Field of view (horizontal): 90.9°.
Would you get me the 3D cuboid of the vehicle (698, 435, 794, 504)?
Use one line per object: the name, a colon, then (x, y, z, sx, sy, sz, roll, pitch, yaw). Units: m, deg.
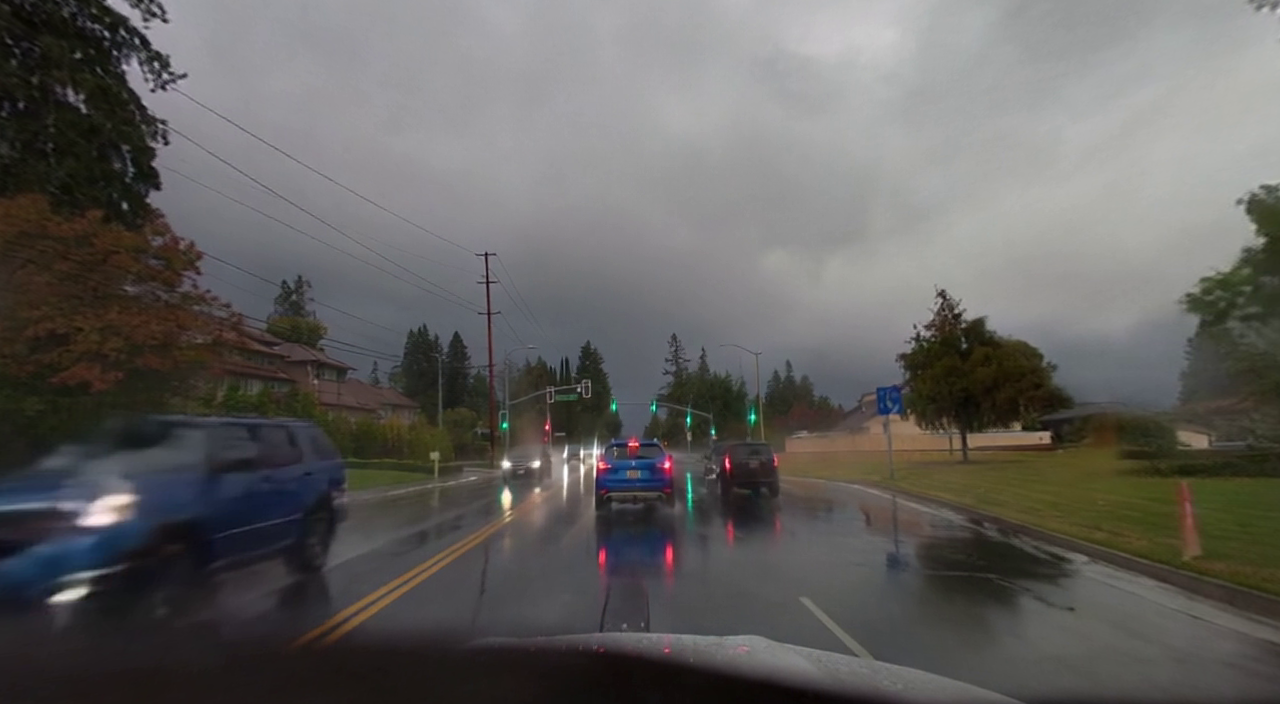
vehicle: (2.918, 3.340, 18.386, 1.967, 1.756, 4.281, 0, -8, -1)

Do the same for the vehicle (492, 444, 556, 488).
vehicle: (-4.916, 4.837, 27.216, 2.063, 1.727, 3.923, 0, -8, -1)

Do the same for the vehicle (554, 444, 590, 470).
vehicle: (-5.224, 8.158, 49.245, 2.197, 1.882, 4.973, 0, -8, 0)

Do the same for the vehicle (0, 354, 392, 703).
vehicle: (-4.519, 1.380, 6.009, 2.138, 1.938, 5.584, 0, -8, -1)

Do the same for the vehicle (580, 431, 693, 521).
vehicle: (-0.113, 2.676, 14.164, 2.151, 1.695, 4.100, 0, -8, -1)
